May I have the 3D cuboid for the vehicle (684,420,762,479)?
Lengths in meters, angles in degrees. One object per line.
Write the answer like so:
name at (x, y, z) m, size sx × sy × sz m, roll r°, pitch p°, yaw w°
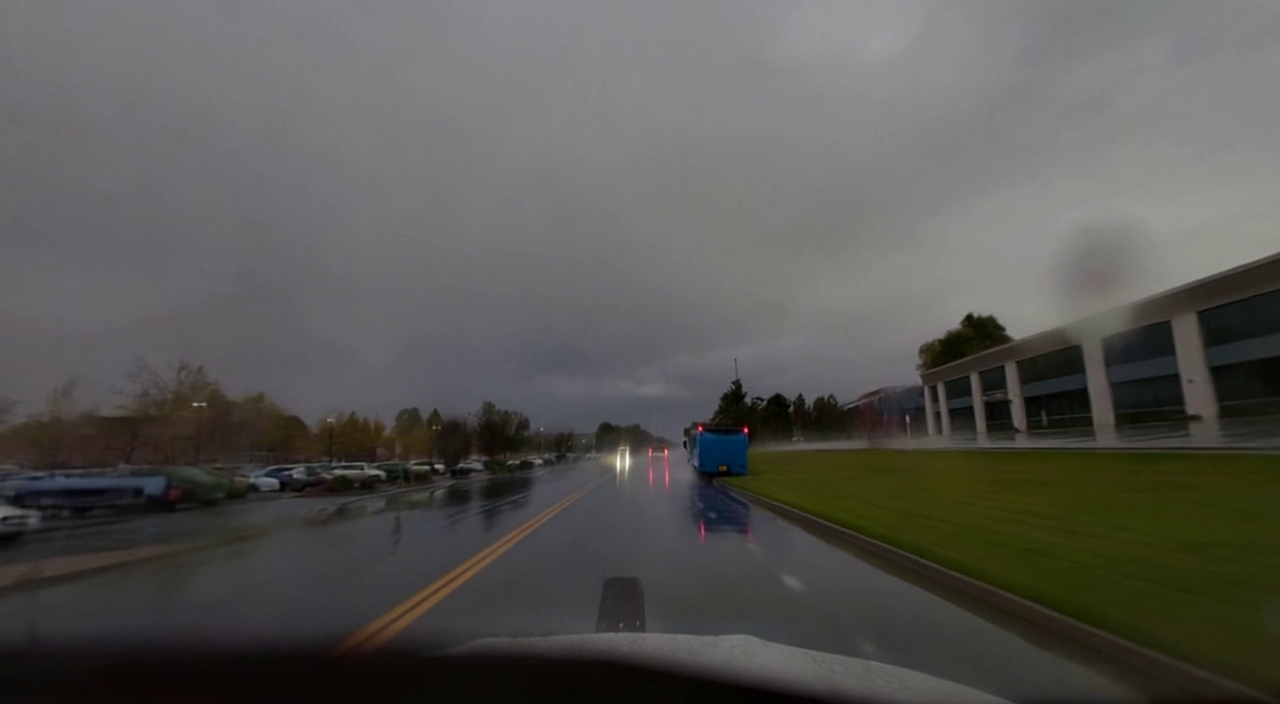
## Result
vehicle at (4.691, 5.845, 38.142) m, size 3.282 × 3.067 × 10.181 m, roll 0°, pitch -9°, yaw 0°

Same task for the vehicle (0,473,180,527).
vehicle at (-22.330, 5.967, 25.957) m, size 2.233 × 1.709 × 5.161 m, roll -3°, pitch -9°, yaw 16°
